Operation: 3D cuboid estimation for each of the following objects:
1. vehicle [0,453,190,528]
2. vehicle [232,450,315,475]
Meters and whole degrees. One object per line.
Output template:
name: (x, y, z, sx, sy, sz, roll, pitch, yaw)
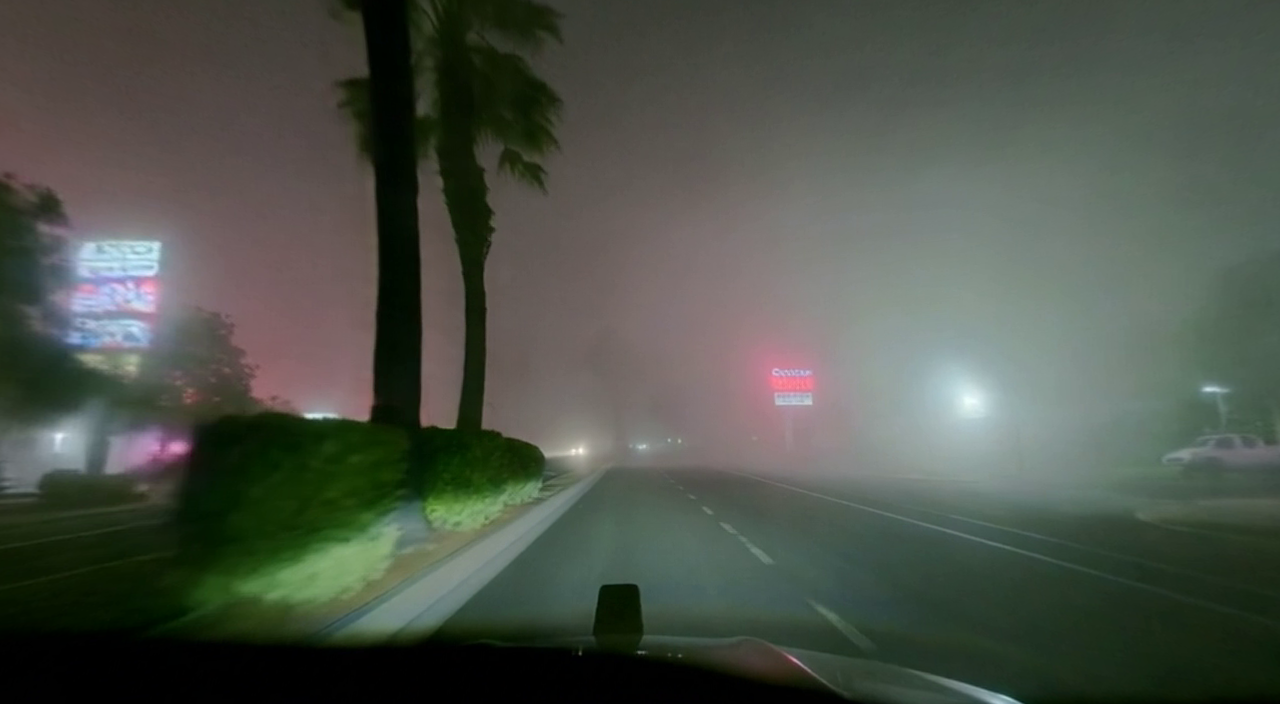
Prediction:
vehicle: (-14.074, 3.456, 16.269, 1.946, 1.489, 4.435, -4, -8, -4)
vehicle: (-27.677, 8.343, 47.881, 4.922, 1.751, 2.195, 3, -9, -16)
